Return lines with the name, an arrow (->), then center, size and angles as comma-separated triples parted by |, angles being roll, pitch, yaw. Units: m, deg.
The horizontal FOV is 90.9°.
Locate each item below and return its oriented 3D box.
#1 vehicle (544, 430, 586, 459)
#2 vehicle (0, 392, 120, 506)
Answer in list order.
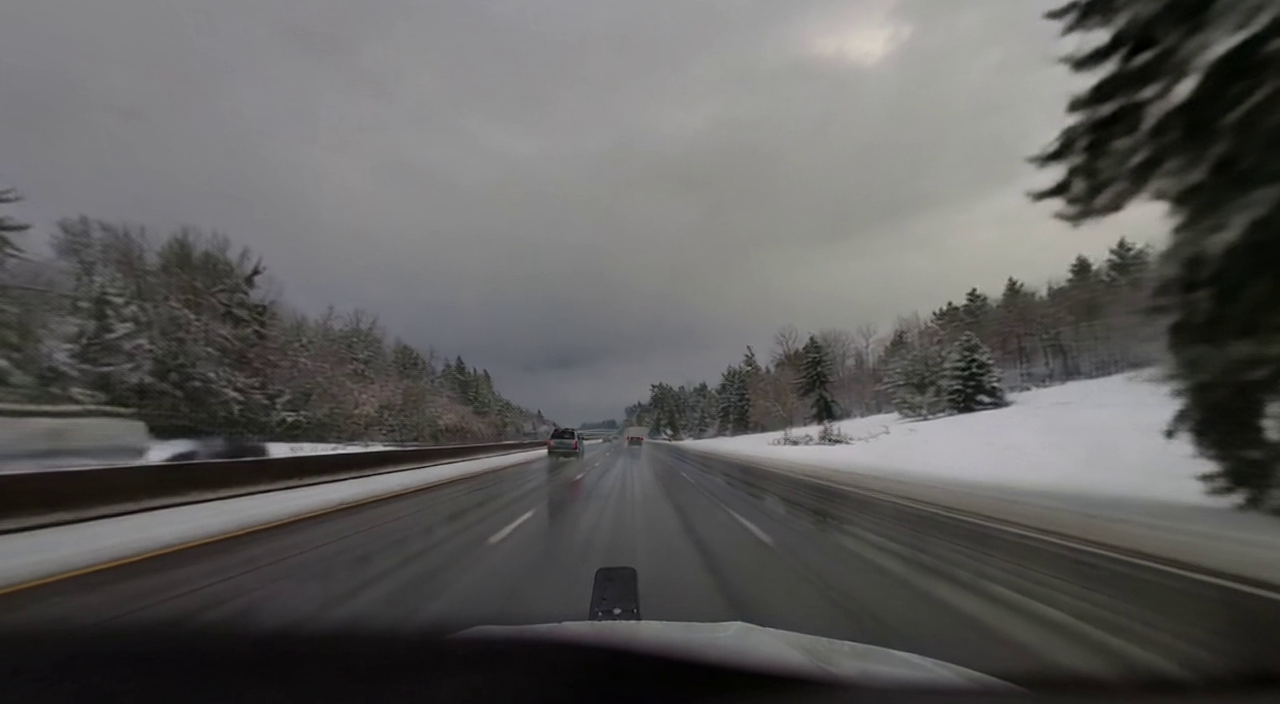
vehicle -> -4.441, 5.526, 37.838 | 2.003, 1.626, 4.256 | 0, -8, 0
vehicle -> -16.362, 2.319, 15.004 | 2.510, 2.668, 6.372 | 0, -8, -1
